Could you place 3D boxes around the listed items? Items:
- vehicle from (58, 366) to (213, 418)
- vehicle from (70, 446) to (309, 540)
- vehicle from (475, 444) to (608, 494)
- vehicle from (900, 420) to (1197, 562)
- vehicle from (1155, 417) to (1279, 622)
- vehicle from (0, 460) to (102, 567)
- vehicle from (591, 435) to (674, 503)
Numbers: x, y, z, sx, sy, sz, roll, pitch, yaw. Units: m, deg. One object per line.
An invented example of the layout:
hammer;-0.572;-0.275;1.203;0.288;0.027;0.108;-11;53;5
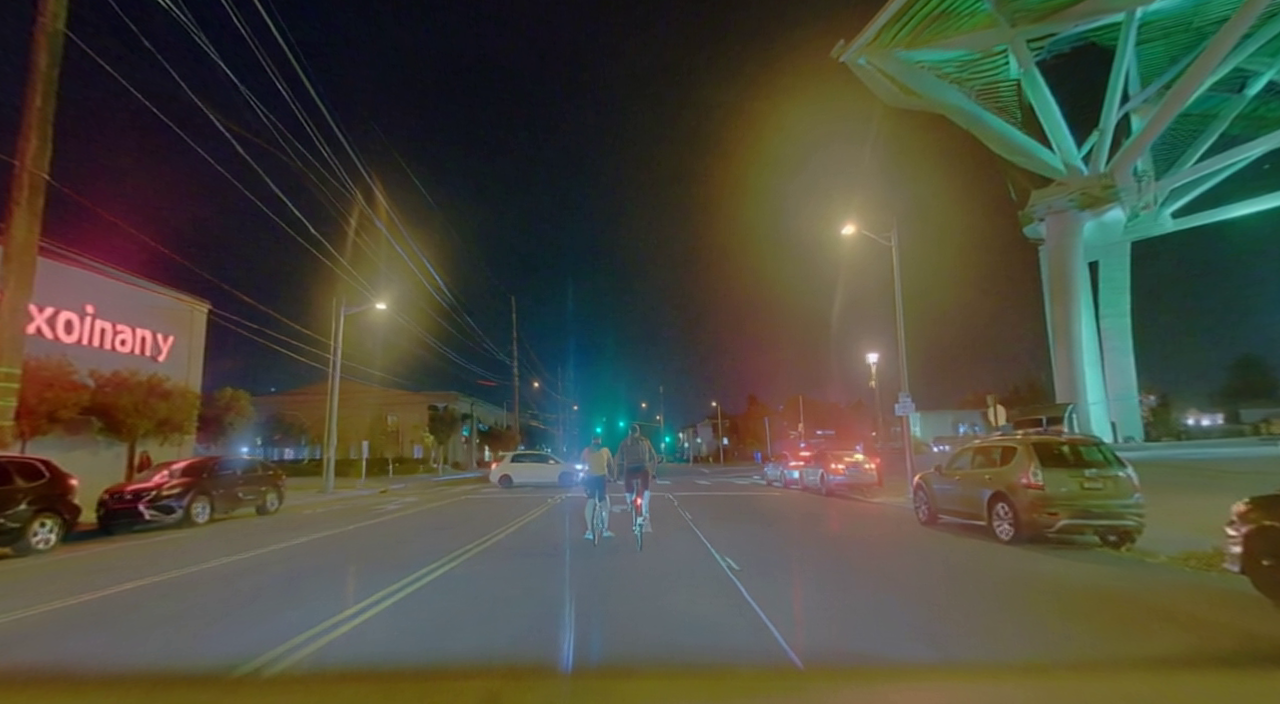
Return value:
vehicle;-17.107;1.394;21.573;3.685;1.584;1.708;1;-9;-3
vehicle;-10.260;3.169;15.053;2.075;1.816;4.900;0;-8;-1
vehicle;-3.988;4.657;25.473;4.961;1.832;2.287;3;-9;-17
vehicle;5.831;1.993;9.779;1.873;1.714;3.979;0;-8;0
vehicle;5.897;1.159;3.976;1.900;1.566;3.995;0;-8;0
vehicle;-10.222;2.268;8.524;1.904;1.495;4.585;0;-8;-1
vehicle;-0.173;3.407;18.787;2.190;1.783;4.048;0;-8;1
